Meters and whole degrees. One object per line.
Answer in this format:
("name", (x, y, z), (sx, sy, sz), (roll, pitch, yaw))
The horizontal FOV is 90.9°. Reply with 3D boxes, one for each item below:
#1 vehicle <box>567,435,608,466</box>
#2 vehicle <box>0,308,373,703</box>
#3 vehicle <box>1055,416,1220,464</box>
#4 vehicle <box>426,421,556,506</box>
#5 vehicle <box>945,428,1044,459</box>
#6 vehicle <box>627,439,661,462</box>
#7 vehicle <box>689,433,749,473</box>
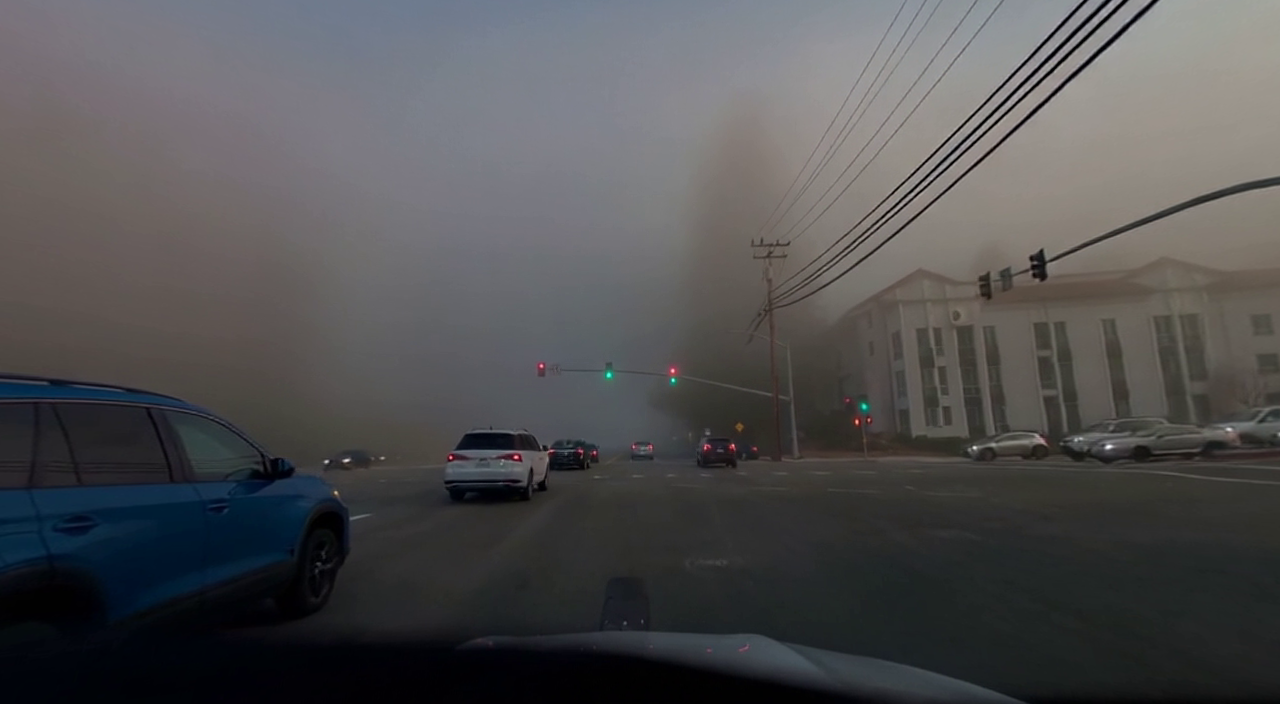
("vehicle", (-2.949, 5.684, 36.436), (1.900, 1.677, 4.128), (0, -8, 2))
("vehicle", (-3.312, 0.843, 2.979), (2.127, 1.754, 4.287), (0, -8, 1))
("vehicle", (19.625, 3.492, 25.003), (5.033, 1.802, 1.928), (1, -9, -5))
("vehicle", (-3.395, 2.640, 15.320), (1.958, 1.744, 4.315), (0, -8, 2))
("vehicle", (19.262, 5.001, 34.422), (4.119, 1.574, 2.028), (0, -9, 2))
("vehicle", (0.287, 6.773, 43.372), (2.185, 1.515, 4.215), (0, -8, 1))
("vehicle", (3.614, 4.733, 29.795), (2.201, 1.734, 4.564), (0, -8, -1))
